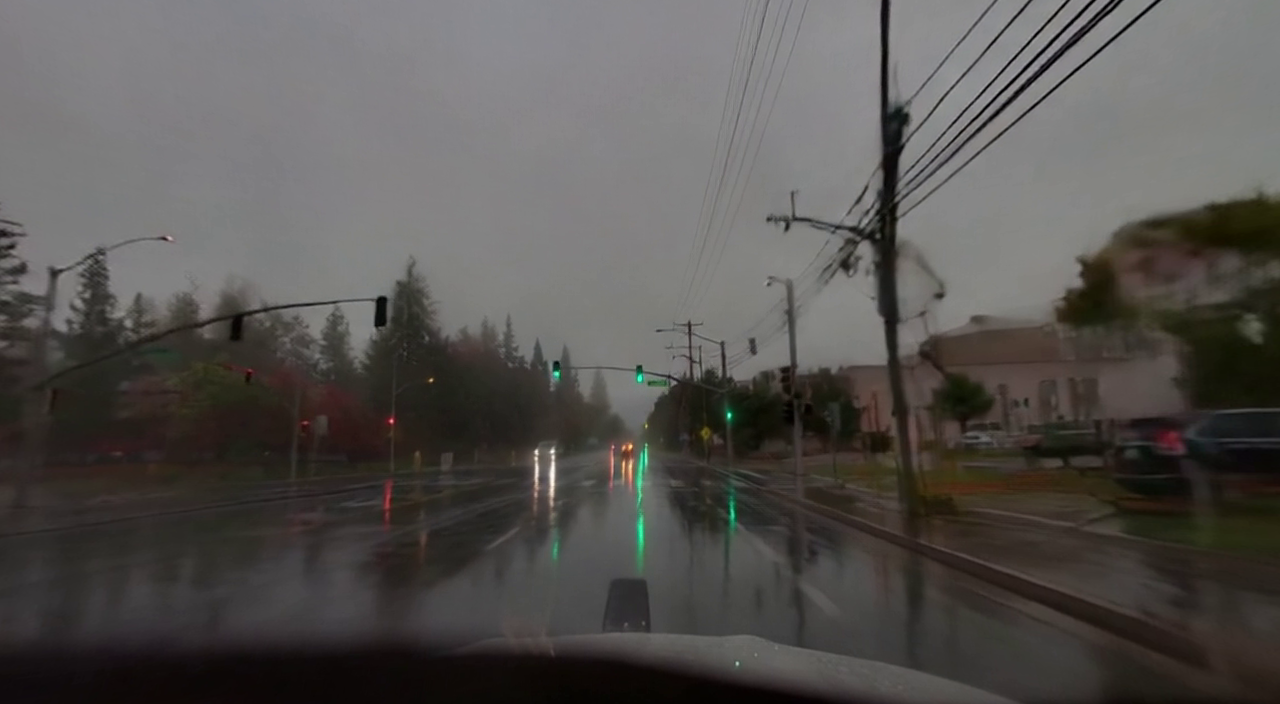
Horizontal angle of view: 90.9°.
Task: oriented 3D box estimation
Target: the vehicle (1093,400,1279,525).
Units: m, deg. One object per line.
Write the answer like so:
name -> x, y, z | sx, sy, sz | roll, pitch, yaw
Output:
vehicle -> 10.410, 1.713, 10.040 | 4.765, 1.738, 2.101 | 0, -8, -2

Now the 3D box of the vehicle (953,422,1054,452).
vehicle -> 26.739, 6.338, 46.712 | 2.370, 2.038, 6.186 | 3, -9, -22
